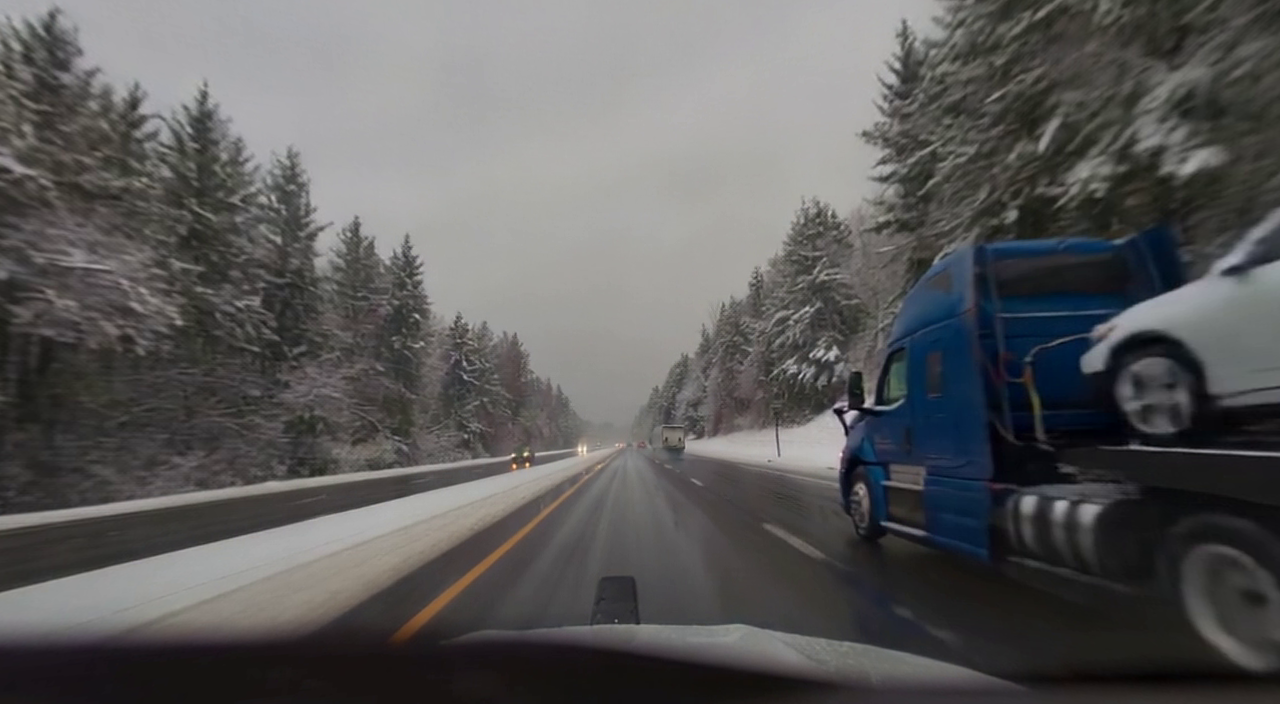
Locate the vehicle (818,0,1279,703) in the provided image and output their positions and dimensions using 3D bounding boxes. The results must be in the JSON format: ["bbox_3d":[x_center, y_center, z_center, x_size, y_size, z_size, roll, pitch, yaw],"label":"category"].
[{"bbox_3d":[4.247,0.163,3.988,3.101,3.507,9.878,0,-8,-1],"label":"vehicle"}]
